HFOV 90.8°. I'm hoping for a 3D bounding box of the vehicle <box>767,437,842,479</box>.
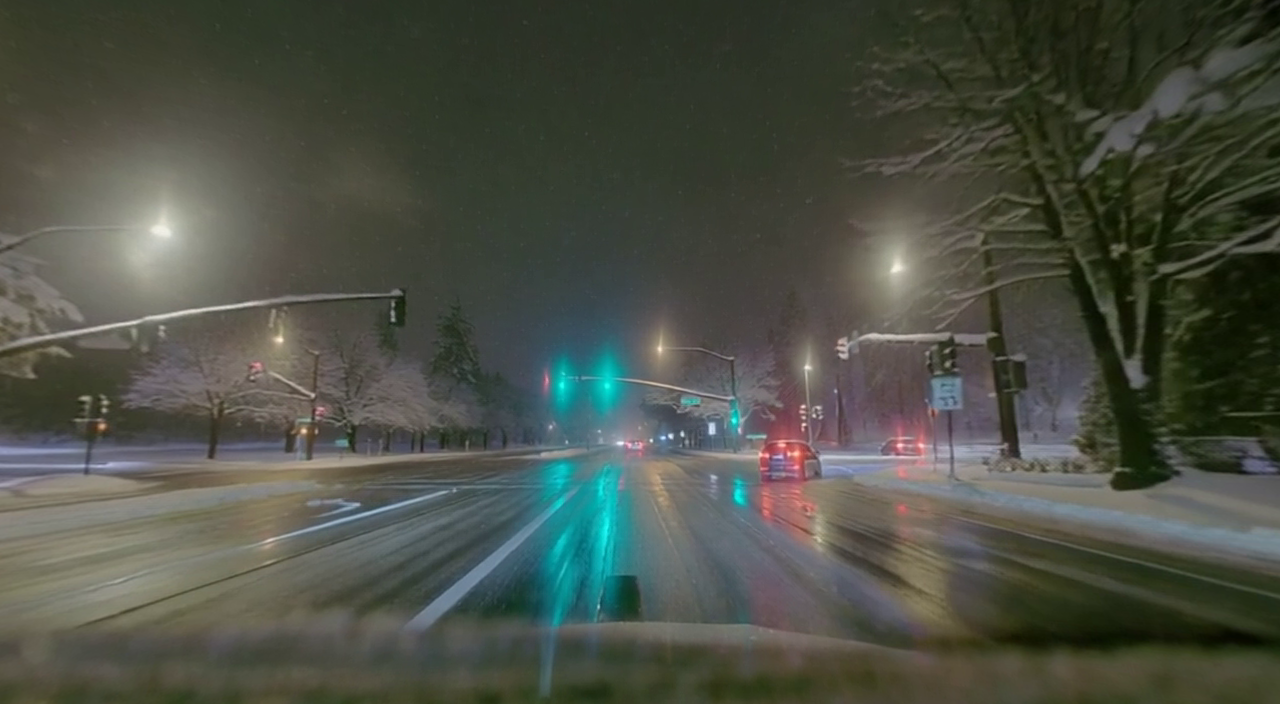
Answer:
[{"bbox_3d":[7.384,4.744,28.018,2.289,1.503,4.595,0,-10,26],"label":"vehicle"}]
